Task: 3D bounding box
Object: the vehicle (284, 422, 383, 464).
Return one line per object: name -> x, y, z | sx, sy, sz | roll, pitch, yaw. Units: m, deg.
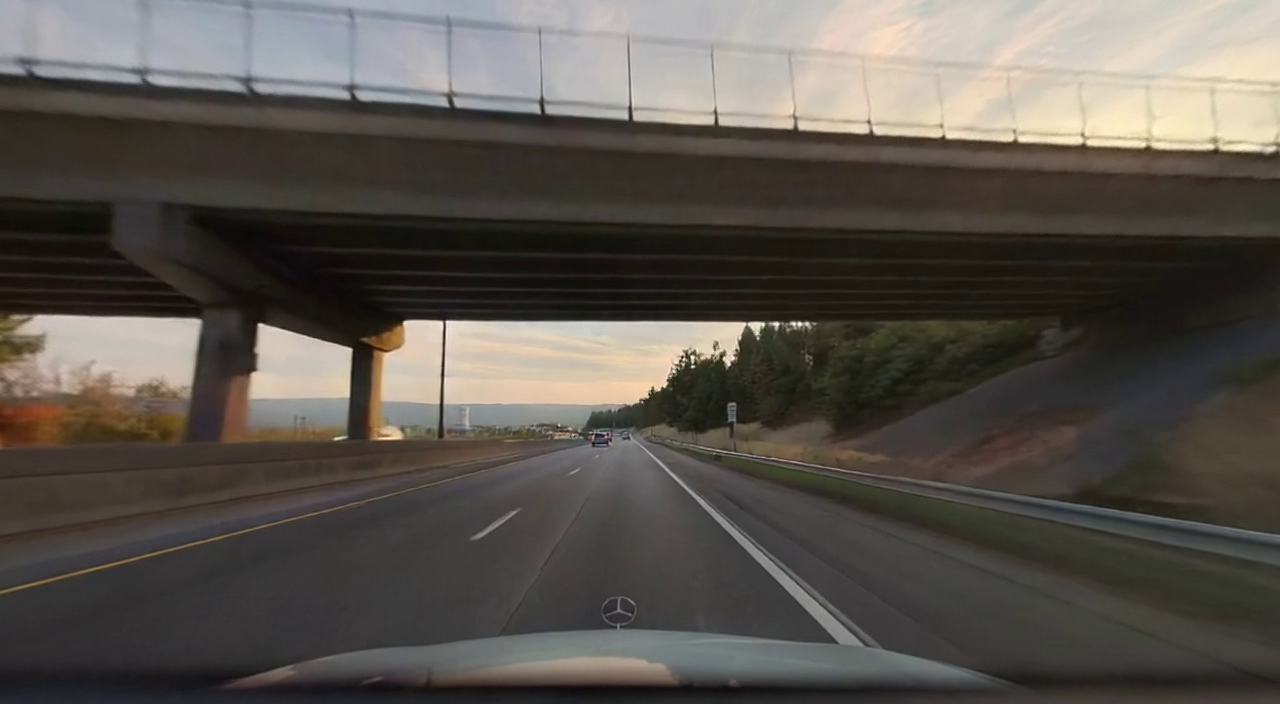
vehicle -> -11.974, 3.574, 24.897 | 1.864, 1.533, 4.094 | 0, -8, 0
